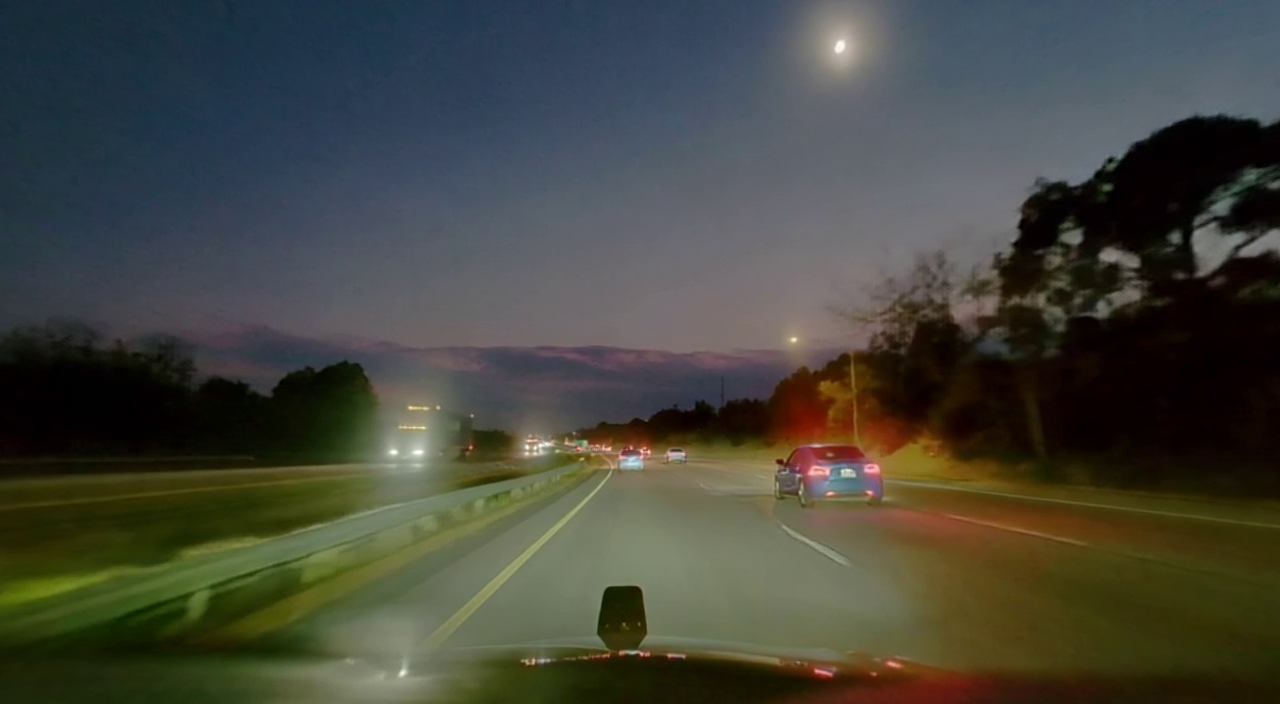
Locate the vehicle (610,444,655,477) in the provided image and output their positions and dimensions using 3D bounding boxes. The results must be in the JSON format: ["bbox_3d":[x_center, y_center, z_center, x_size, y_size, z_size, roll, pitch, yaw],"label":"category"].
[{"bbox_3d":[-0.415,5.297,30.942,2.050,1.534,3.771,0,-9,-2],"label":"vehicle"}]

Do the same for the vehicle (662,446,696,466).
[{"bbox_3d":[2.982,8.091,49.065,2.008,1.504,4.291,1,-9,-4],"label":"vehicle"}]

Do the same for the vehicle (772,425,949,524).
[{"bbox_3d":[4.082,2.351,12.476,2.013,1.623,3.916,0,-9,-1],"label":"vehicle"}]
